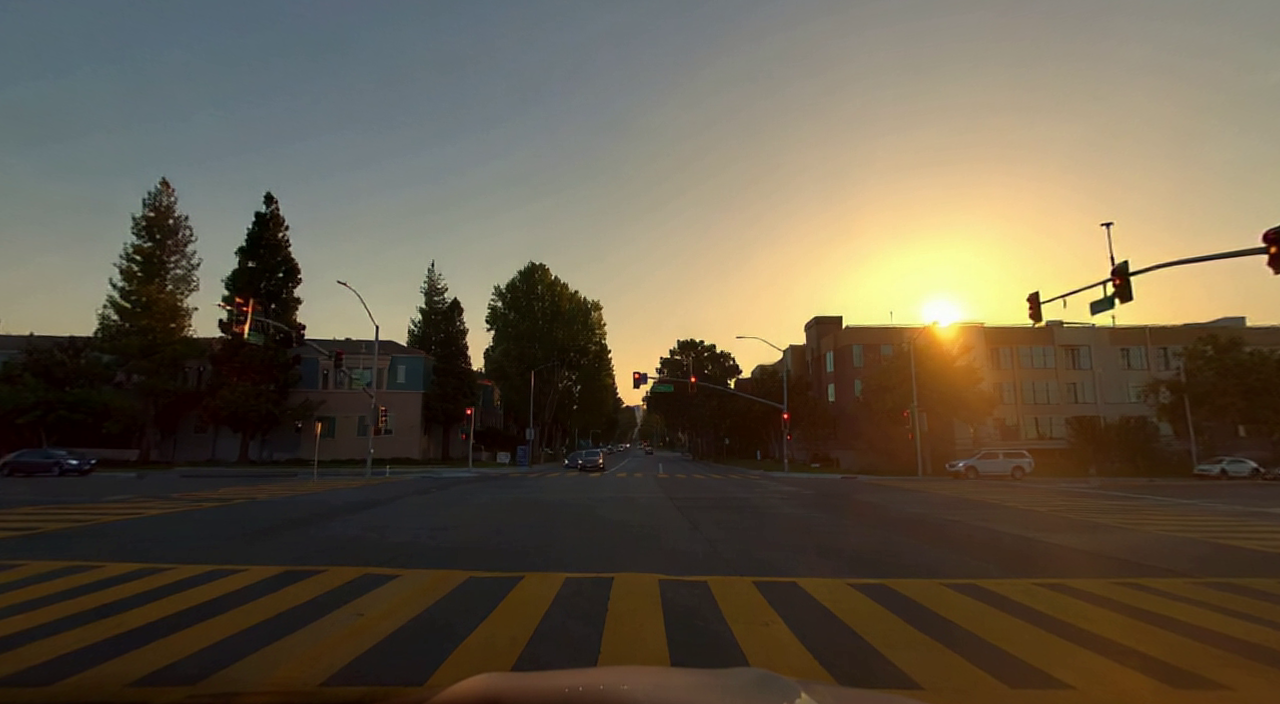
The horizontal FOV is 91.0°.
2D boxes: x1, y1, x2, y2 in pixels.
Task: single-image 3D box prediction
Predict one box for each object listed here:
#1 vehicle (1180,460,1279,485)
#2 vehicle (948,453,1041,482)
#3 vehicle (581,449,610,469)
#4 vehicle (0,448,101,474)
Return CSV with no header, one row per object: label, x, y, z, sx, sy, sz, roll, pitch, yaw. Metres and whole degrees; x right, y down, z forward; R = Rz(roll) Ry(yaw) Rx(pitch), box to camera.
vehicle,36.226,7.310,38.297,4.976,1.428,1.929,0,-8,-2
vehicle,21.102,6.862,37.589,4.447,1.623,1.801,0,-9,-3
vehicle,-3.438,8.359,49.215,1.908,1.441,4.142,0,-8,1
vehicle,-35.129,6.423,37.189,4.741,1.447,1.807,0,-9,0
